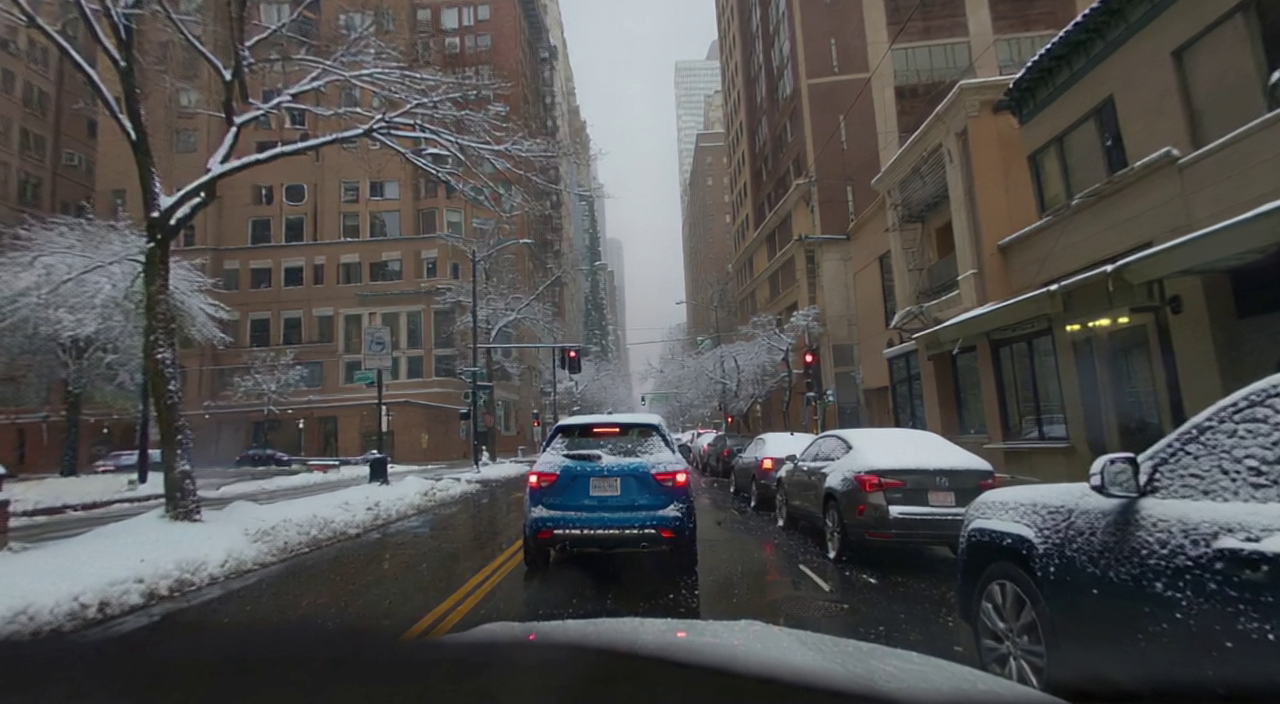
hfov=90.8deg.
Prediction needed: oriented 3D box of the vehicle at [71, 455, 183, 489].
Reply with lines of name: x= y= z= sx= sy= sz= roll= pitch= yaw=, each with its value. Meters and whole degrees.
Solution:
vehicle: x=-25.318 y=5.917 z=31.429 sx=1.960 sy=1.459 sz=4.699 roll=1 pitch=-9 yaw=-6

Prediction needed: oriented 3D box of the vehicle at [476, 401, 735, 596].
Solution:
vehicle: x=-0.342 y=1.586 z=7.639 sx=2.249 sy=1.684 sz=4.084 roll=0 pitch=-9 yaw=-1

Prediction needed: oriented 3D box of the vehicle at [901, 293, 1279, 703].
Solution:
vehicle: x=2.999 y=0.750 z=2.245 sx=2.063 sy=1.760 sz=4.664 roll=0 pitch=-9 yaw=-1

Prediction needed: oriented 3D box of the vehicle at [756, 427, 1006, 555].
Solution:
vehicle: x=3.279 y=1.985 z=9.808 sx=1.941 sy=1.482 sz=4.632 roll=0 pitch=-9 yaw=-2
